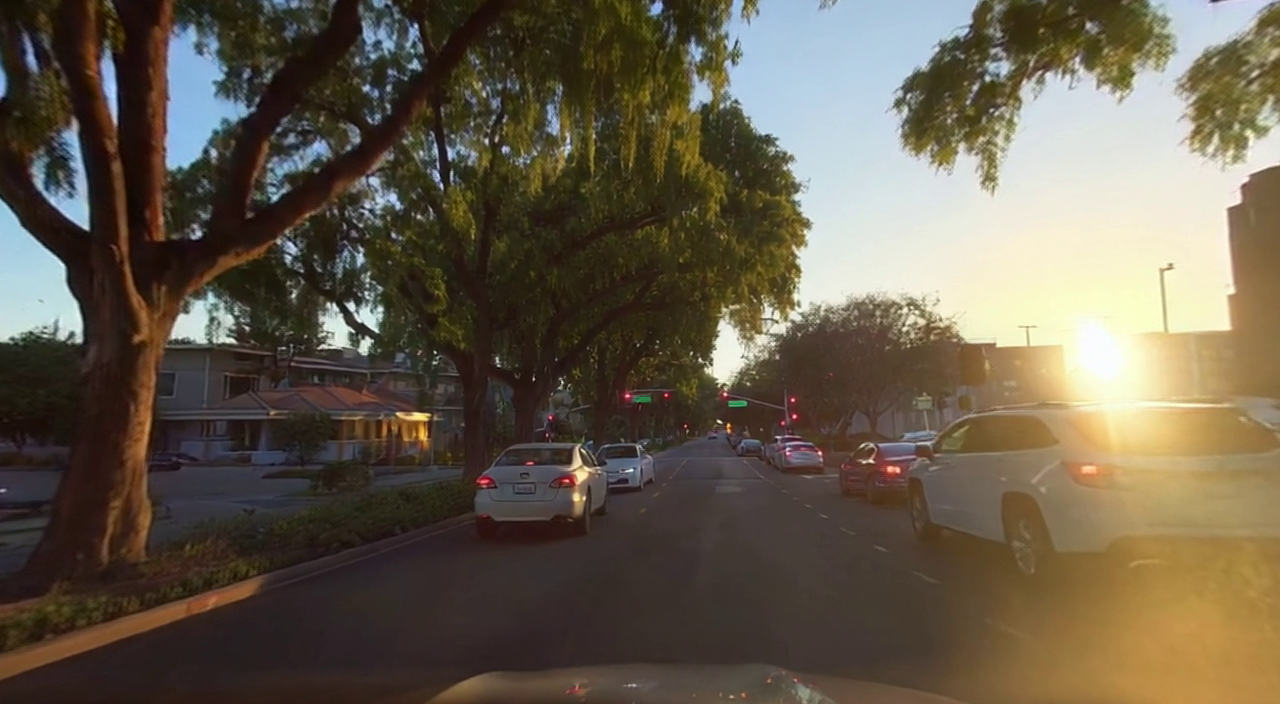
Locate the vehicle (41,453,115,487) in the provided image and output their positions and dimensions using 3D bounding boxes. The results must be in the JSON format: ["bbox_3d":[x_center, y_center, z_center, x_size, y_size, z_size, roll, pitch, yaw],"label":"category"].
[{"bbox_3d":[-27.622,5.752,31.036,3.865,1.499,1.804,-6,-10,36],"label":"vehicle"}]

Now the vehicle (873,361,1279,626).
[{"bbox_3d":[4.787,1.427,7.444,2.324,1.907,5.634,-1,-8,5],"label":"vehicle"}]

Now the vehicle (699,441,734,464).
[{"bbox_3d":[5.029,6.647,41.908,2.095,1.473,4.301,-1,-8,5],"label":"vehicle"}]

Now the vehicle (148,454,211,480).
[{"bbox_3d":[-26.595,6.607,36.484,3.527,1.390,1.681,-6,-10,33],"label":"vehicle"}]

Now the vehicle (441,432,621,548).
[{"bbox_3d":[-1.512,2.128,10.515,1.968,1.497,4.286,-1,-8,4],"label":"vehicle"}]

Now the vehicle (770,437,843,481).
[{"bbox_3d":[6.151,3.988,23.862,1.910,1.493,4.490,-1,-8,5],"label":"vehicle"}]

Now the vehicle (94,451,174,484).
[{"bbox_3d":[-27.172,6.159,33.918,4.127,1.583,1.978,-5,-10,32],"label":"vehicle"}]
